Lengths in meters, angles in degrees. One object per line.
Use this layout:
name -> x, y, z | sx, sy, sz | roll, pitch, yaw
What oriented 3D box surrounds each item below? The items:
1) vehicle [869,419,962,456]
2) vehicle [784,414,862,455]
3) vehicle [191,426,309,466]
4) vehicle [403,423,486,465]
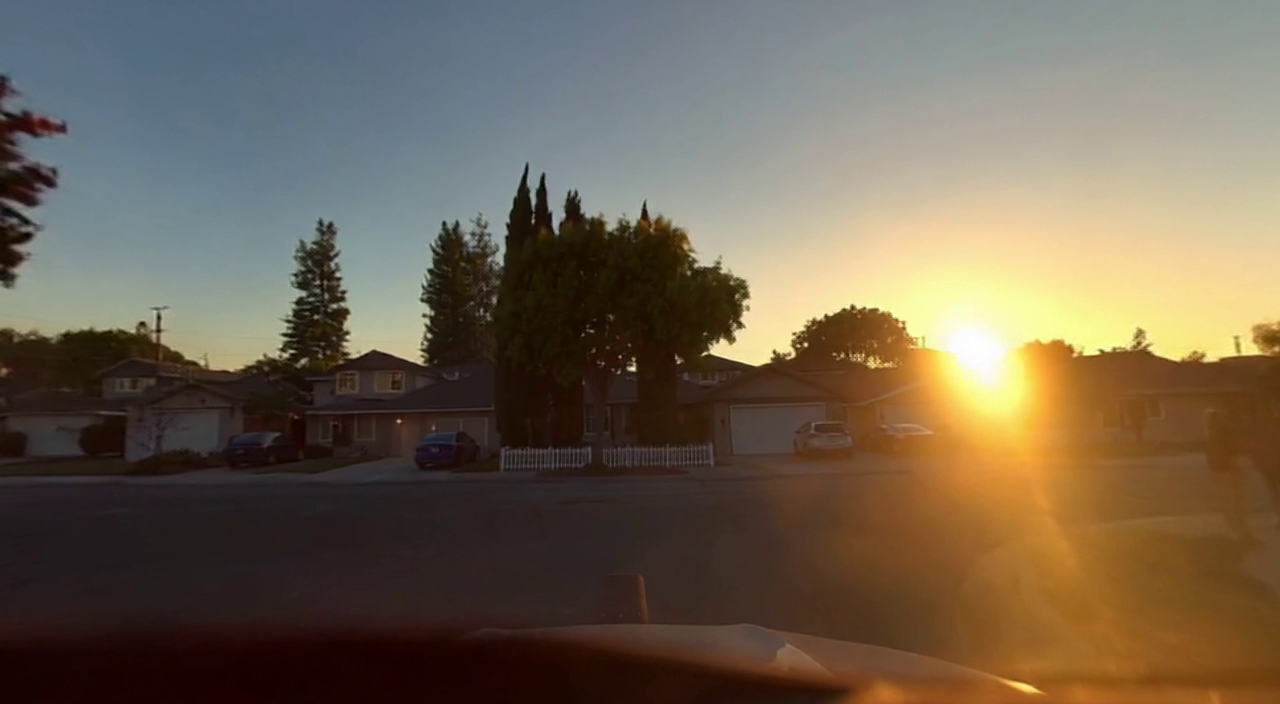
vehicle -> 12.359, 3.916, 28.656 | 1.873, 1.556, 4.216 | 1, -9, -8
vehicle -> 8.357, 3.872, 29.280 | 1.937, 1.731, 4.179 | 1, -9, -6
vehicle -> -17.811, 4.332, 29.145 | 1.942, 1.700, 4.478 | -2, -9, 13
vehicle -> -8.325, 4.017, 27.425 | 1.942, 1.651, 4.655 | 0, -8, 2
